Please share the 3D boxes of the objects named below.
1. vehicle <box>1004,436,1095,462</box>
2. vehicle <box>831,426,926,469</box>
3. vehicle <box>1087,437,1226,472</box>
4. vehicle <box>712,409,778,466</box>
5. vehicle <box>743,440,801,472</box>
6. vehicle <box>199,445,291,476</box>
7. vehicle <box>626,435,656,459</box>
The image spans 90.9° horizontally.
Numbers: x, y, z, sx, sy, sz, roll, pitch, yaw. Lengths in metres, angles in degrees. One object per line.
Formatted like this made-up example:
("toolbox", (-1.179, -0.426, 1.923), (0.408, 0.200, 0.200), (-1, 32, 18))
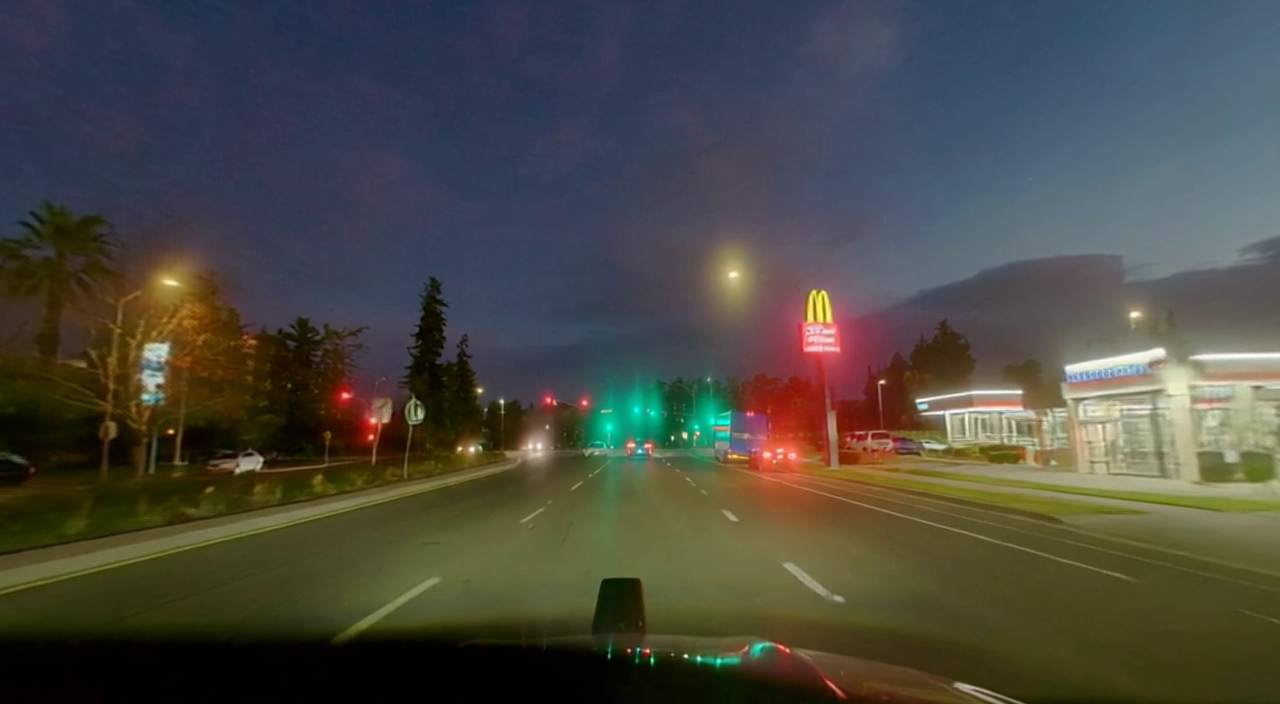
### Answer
("vehicle", (25.969, 6.196, 40.199), (4.545, 1.571, 1.769), (-4, -9, 25))
("vehicle", (13.643, 5.413, 35.905), (5.354, 2.214, 2.504), (6, -11, -38))
("vehicle", (23.934, 4.767, 29.504), (4.744, 1.481, 1.855), (-6, -10, 33))
("vehicle", (6.727, 5.662, 41.625), (2.891, 3.361, 7.843), (0, -8, 0))
("vehicle", (6.673, 5.295, 32.328), (1.980, 1.473, 4.537), (0, -8, 0))
("vehicle", (-22.862, 6.254, 36.755), (1.936, 1.654, 4.857), (-1, -8, 4))
("vehicle", (0.091, 7.246, 48.154), (2.209, 1.718, 4.008), (-1, -8, 1))
